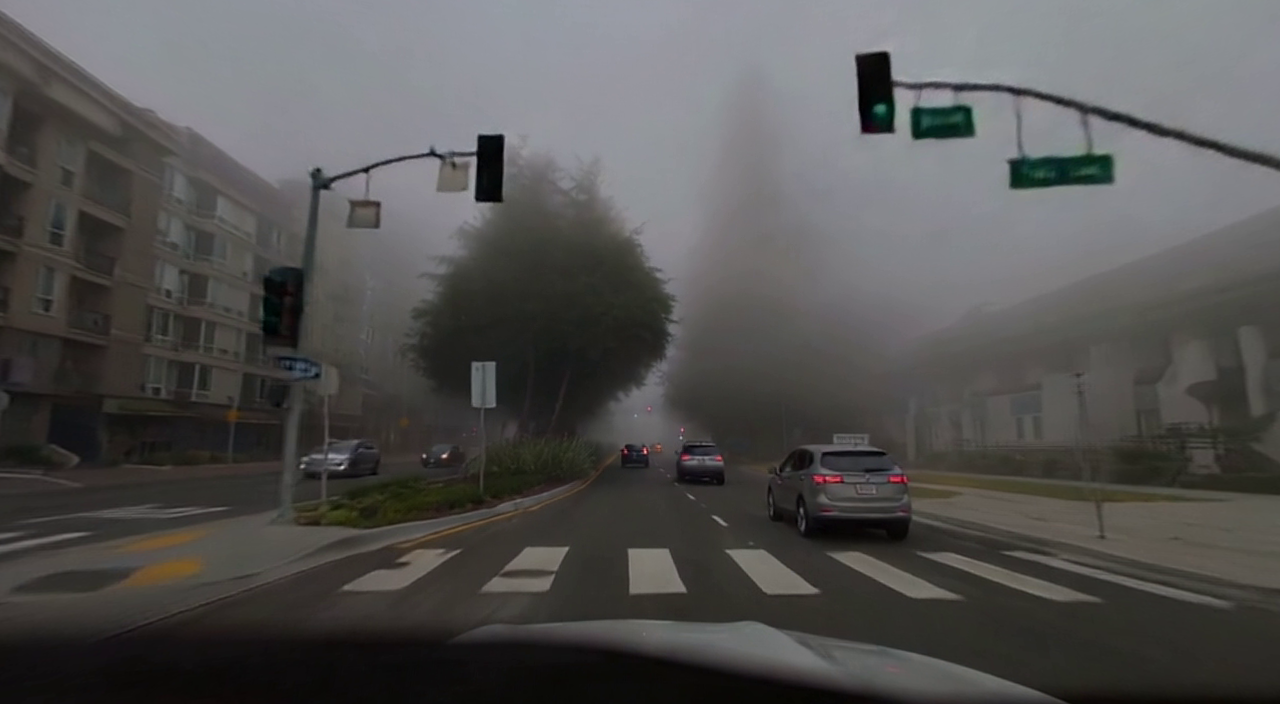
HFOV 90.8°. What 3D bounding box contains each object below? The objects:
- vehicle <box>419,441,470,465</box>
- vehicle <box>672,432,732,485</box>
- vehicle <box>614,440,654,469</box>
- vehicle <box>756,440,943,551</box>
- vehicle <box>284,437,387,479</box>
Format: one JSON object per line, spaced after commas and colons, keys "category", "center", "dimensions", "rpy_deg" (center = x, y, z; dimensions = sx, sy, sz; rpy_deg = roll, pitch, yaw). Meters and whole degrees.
{"category": "vehicle", "center": [-12.763, 6.623, 41.538], "dimensions": [1.926, 1.446, 4.565], "rpy_deg": [0, -8, 0]}
{"category": "vehicle", "center": [2.490, 4.408, 26.509], "dimensions": [2.206, 1.858, 5.332], "rpy_deg": [2, -8, 4]}
{"category": "vehicle", "center": [-0.359, 5.585, 34.650], "dimensions": [2.059, 1.492, 3.925], "rpy_deg": [0, -8, -1]}
{"category": "vehicle", "center": [3.490, 2.438, 11.494], "dimensions": [1.906, 1.608, 4.137], "rpy_deg": [0, -8, -1]}
{"category": "vehicle", "center": [-12.232, 4.284, 25.799], "dimensions": [1.969, 1.566, 4.549], "rpy_deg": [0, -8, -1]}
